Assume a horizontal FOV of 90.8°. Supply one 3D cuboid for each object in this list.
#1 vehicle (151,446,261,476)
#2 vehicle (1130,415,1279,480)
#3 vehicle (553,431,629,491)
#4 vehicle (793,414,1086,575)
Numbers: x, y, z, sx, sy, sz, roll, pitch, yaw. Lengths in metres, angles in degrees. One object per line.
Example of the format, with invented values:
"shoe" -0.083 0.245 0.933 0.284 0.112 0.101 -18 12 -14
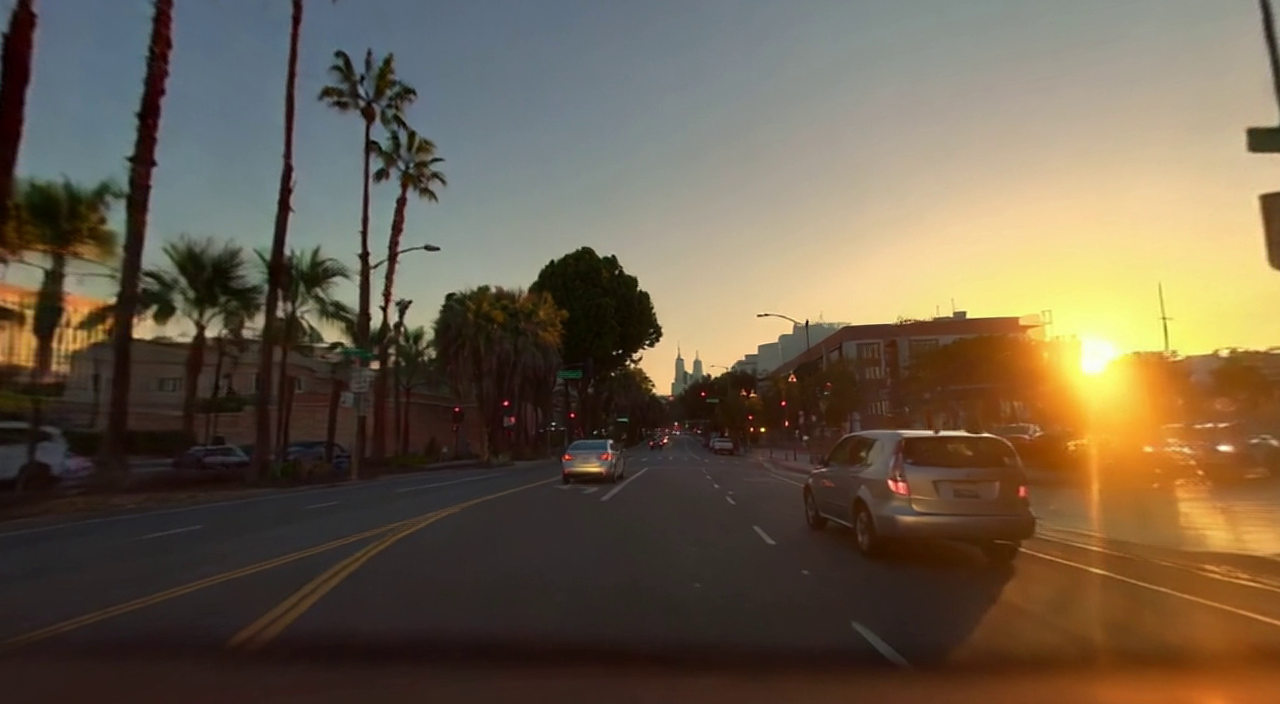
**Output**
"vehicle" -23.989 6.006 35.145 1.800 1.462 4.752 -4 -9 23
"vehicle" 16.567 2.756 18.372 4.380 1.659 1.930 4 -9 -28
"vehicle" -1.415 3.401 20.109 2.063 1.664 4.471 0 -8 0
"vehicle" 3.649 1.807 8.815 1.983 1.654 4.354 0 -8 1
